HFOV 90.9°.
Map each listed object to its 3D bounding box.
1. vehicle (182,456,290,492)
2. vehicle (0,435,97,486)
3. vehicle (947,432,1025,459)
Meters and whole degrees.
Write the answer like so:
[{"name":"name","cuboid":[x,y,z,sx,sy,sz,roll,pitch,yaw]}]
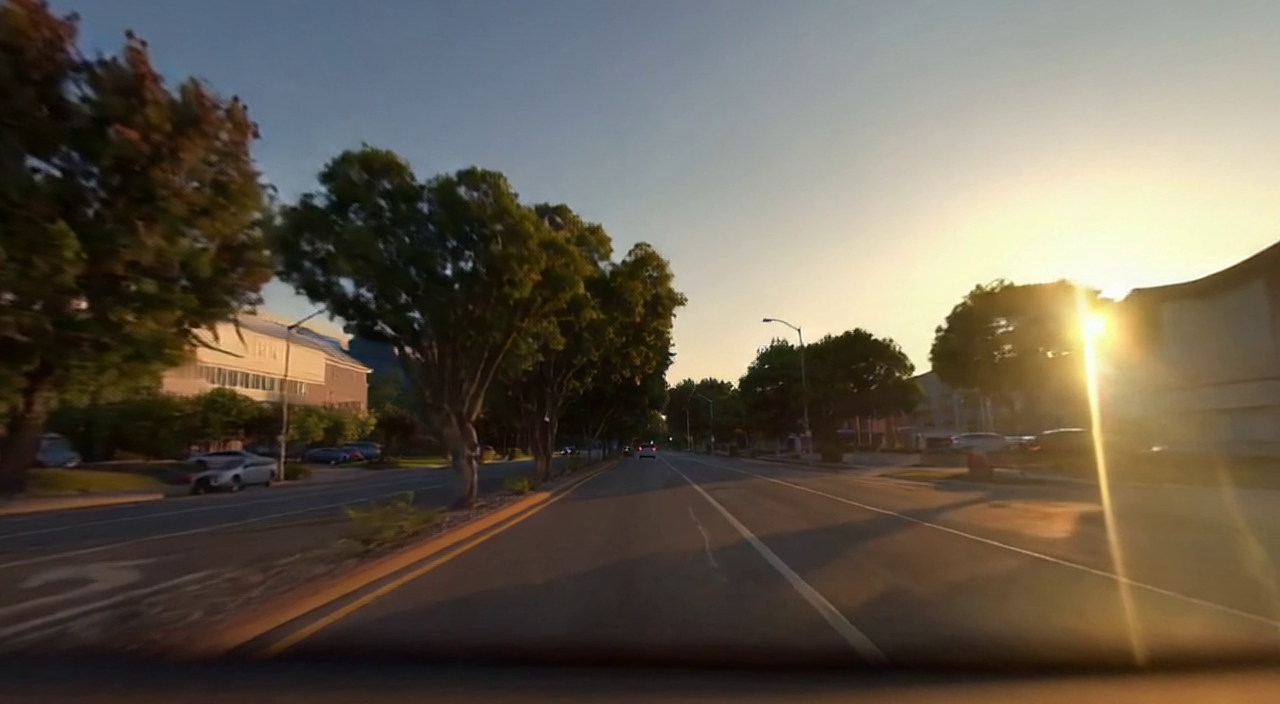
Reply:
[{"name":"vehicle","cuboid":[-18.833,5.694,29.719,1.815,1.453,4.870,0,-8,1]},{"name":"vehicle","cuboid":[-28.209,4.865,28.597,5.585,2.094,2.476,-2,-9,15]},{"name":"vehicle","cuboid":[23.253,6.318,42.614,2.217,1.737,4.962,1,-8,-3]}]
